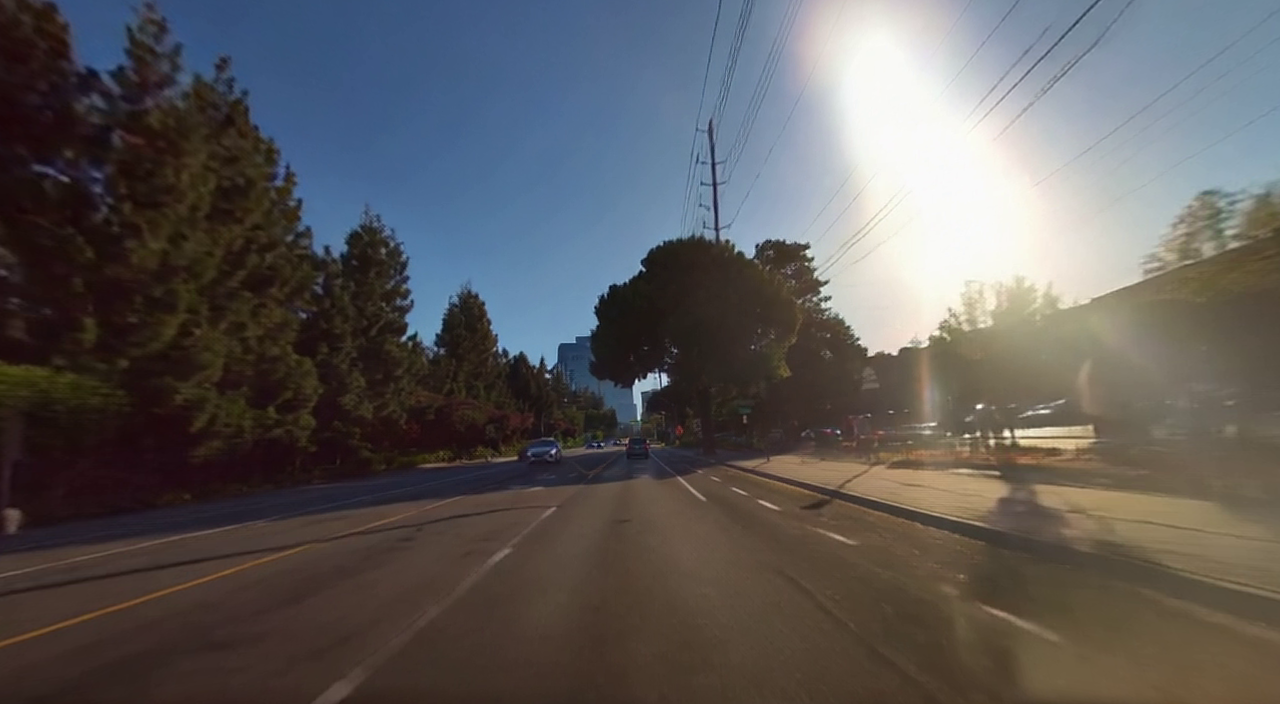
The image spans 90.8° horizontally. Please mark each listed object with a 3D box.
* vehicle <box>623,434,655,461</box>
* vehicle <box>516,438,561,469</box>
[{"bbox_3d":[-0.068,6.735,44.653,2.163,1.746,4.073,-1,-8,0],"label":"vehicle"},{"bbox_3d":[-6.058,6.094,38.195,1.960,1.704,4.229,-1,-8,0],"label":"vehicle"}]
